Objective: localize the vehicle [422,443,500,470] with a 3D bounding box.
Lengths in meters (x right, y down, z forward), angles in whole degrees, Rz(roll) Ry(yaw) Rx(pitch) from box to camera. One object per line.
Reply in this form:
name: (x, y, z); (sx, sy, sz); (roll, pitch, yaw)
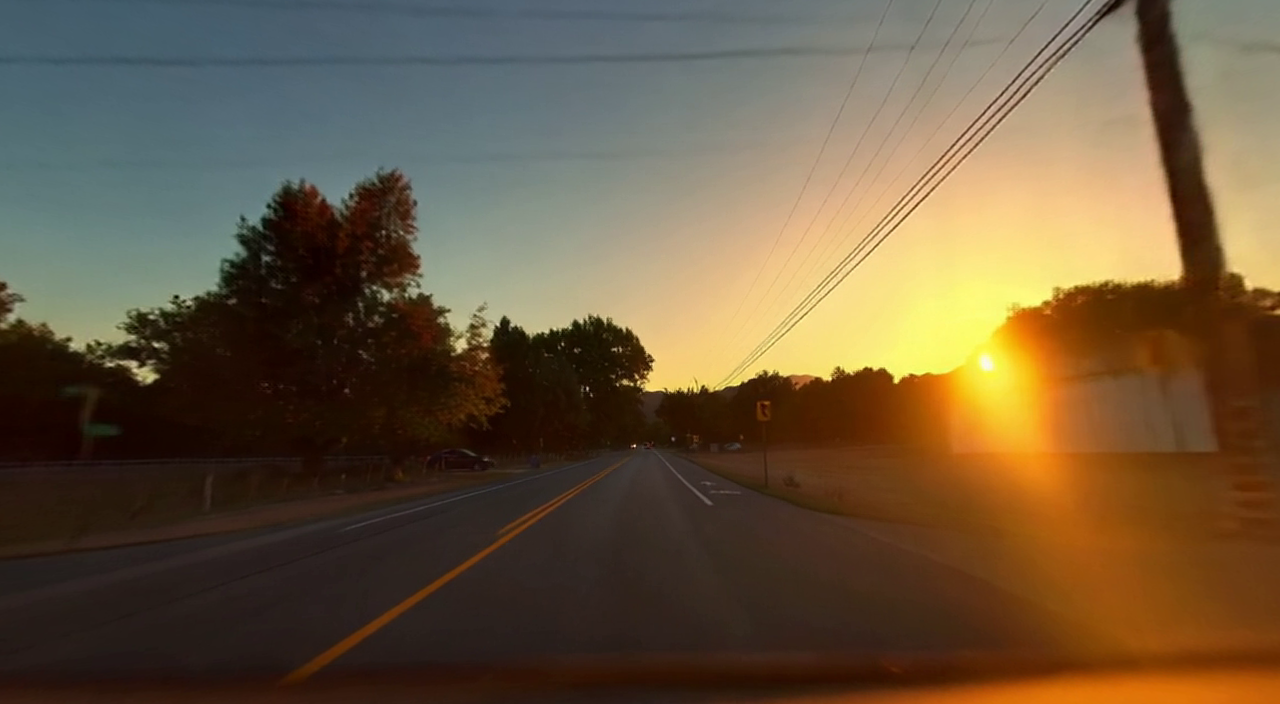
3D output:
vehicle: (-12.442, 7.309, 44.029); (4.813, 1.763, 2.048); (1, -9, 0)
